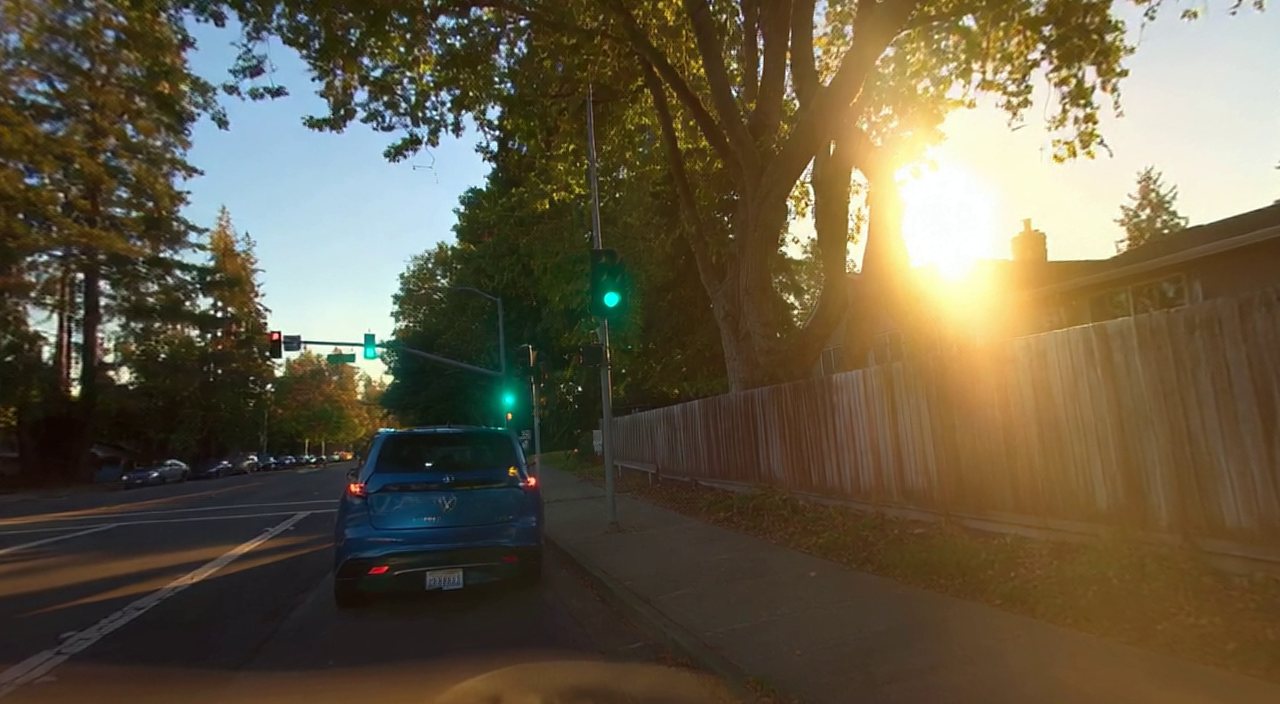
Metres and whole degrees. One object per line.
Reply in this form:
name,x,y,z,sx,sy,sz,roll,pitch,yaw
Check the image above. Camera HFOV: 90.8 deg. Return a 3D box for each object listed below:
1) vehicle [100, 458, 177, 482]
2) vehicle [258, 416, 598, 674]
vehicle,-37.240,8.736,47.011,3.959,1.680,1.785,2,-9,-11
vehicle,-1.813,1.442,5.848,2.024,1.502,3.702,2,-9,-17
